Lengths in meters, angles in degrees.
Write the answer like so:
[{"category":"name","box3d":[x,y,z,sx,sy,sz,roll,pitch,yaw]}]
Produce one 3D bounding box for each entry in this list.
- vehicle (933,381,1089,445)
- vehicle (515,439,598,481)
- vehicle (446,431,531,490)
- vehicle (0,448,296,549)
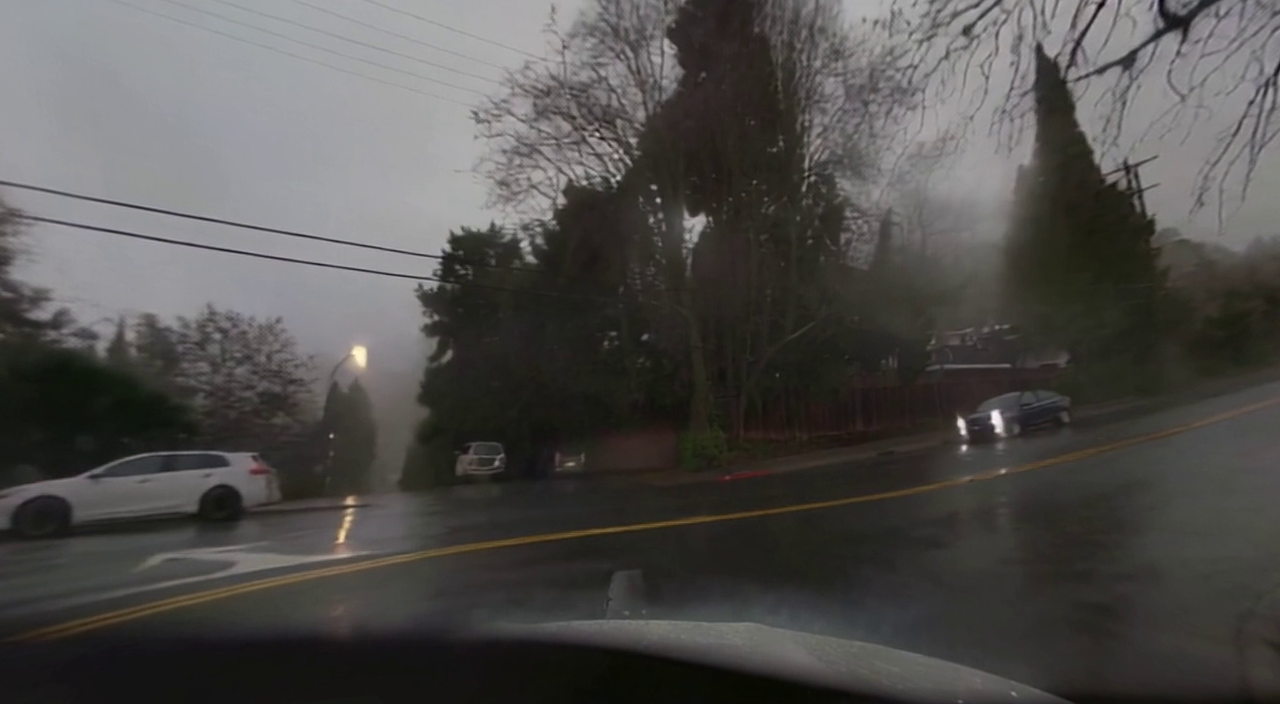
[{"category":"vehicle","box3d":[13.440,2.194,22.794,5.289,1.595,2.032,-3,-10,-26]},{"category":"vehicle","box3d":[-3.931,4.880,28.884,2.216,1.728,5.118,4,-10,-26]},{"category":"vehicle","box3d":[-6.864,4.744,28.076,2.413,1.838,4.977,9,-5,-26]},{"category":"vehicle","box3d":[-9.272,2.540,11.604,4.696,1.534,1.912,8,-12,-44]}]
